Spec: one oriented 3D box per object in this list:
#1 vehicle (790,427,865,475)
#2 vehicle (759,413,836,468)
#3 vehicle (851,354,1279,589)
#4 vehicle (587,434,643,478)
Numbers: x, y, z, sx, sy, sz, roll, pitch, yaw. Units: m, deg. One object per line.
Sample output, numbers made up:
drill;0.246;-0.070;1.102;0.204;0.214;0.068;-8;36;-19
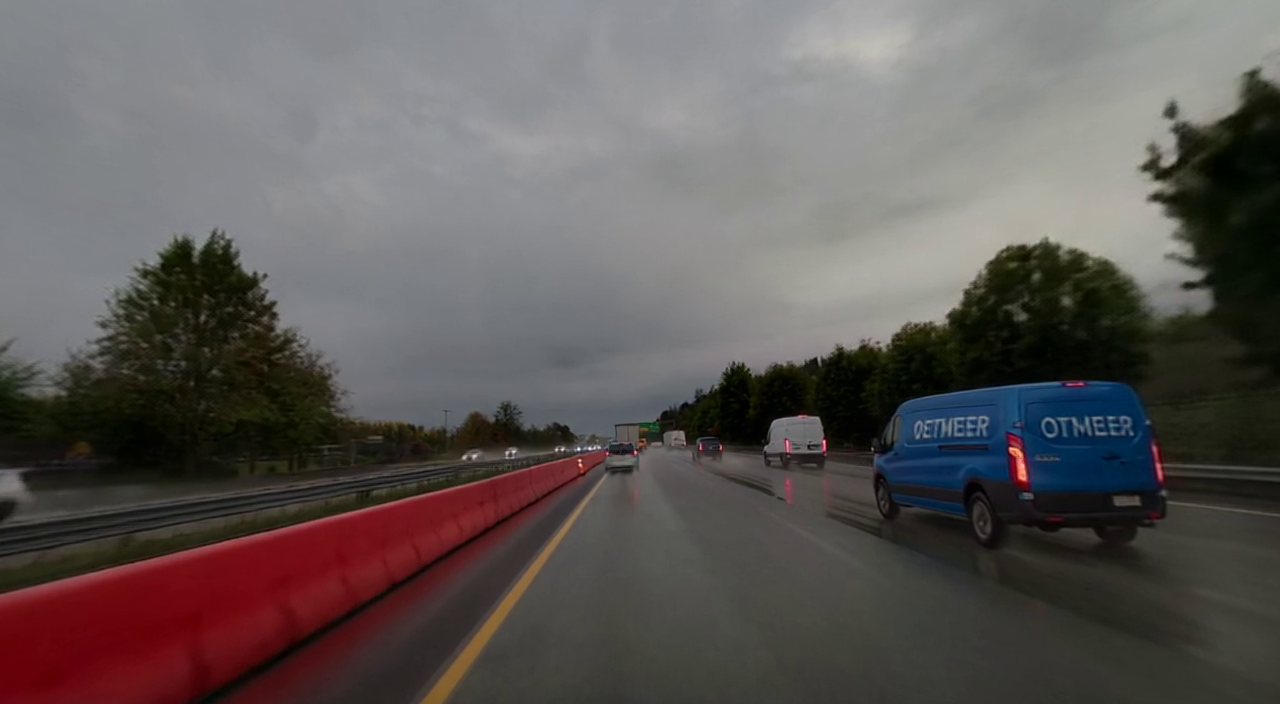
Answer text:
vehicle;8.270;4.380;28.073;2.255;1.960;3.229;0;-8;-1
vehicle;8.112;4.642;33.081;2.385;2.635;5.633;0;-8;-2
vehicle;4.794;1.376;8.034;2.223;2.008;5.121;0;-8;-2
vehicle;-0.983;4.158;25.465;2.100;1.636;3.620;0;-8;-2
